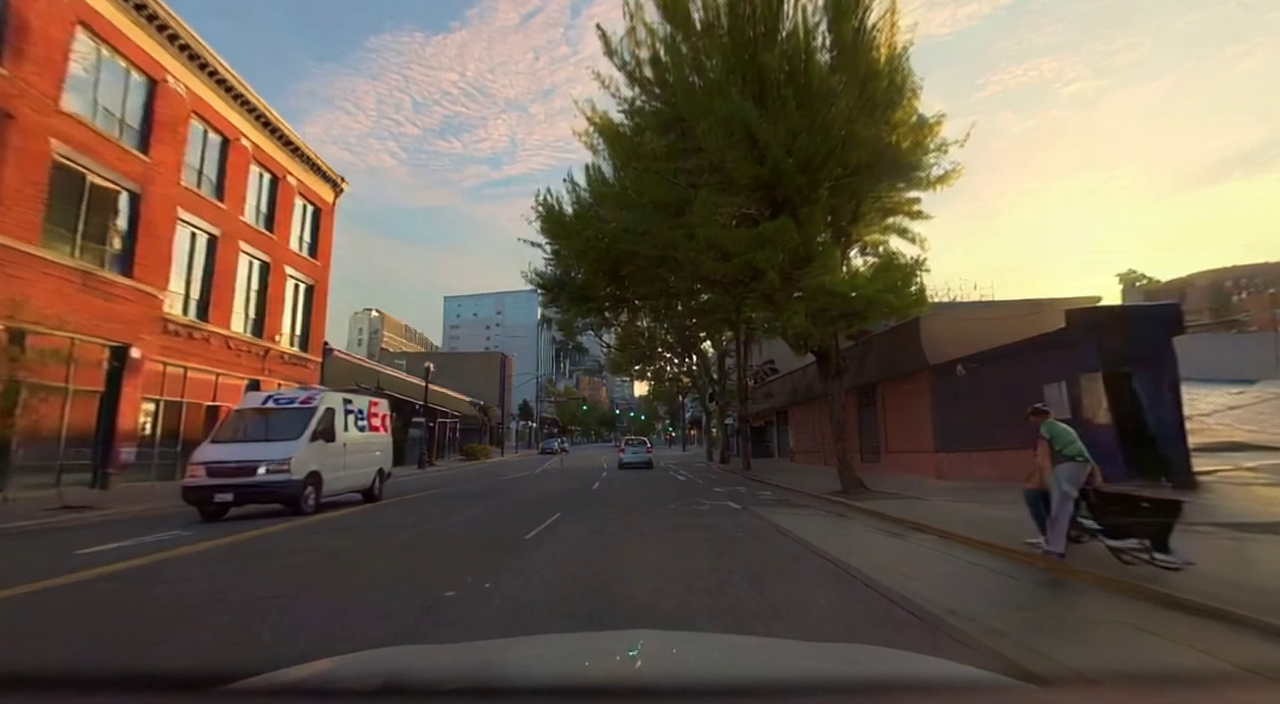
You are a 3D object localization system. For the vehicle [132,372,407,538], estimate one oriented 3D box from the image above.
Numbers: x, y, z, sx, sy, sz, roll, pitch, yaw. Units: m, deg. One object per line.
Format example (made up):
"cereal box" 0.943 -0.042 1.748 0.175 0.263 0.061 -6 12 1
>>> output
"vehicle" -6.971 2.025 12.995 2.418 2.620 5.522 -1 -8 -2

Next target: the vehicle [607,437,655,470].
"vehicle" -0.568 5.377 33.645 2.356 1.572 4.810 0 -8 -4
